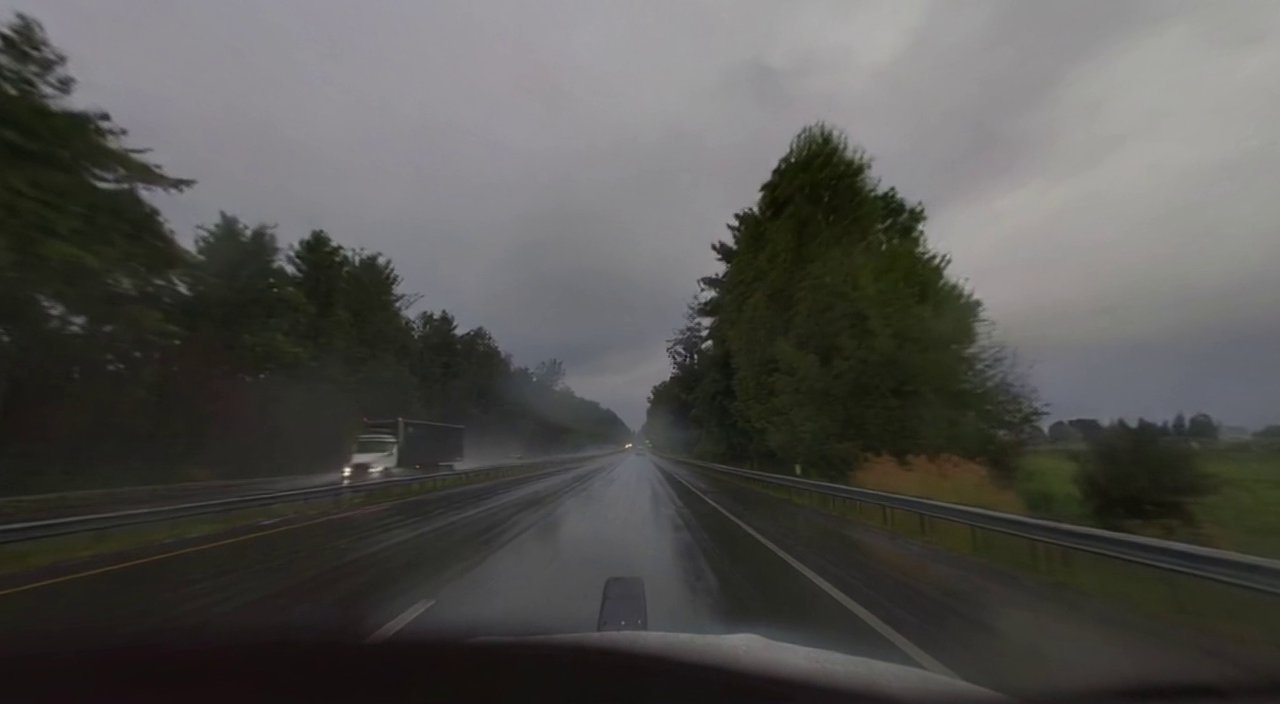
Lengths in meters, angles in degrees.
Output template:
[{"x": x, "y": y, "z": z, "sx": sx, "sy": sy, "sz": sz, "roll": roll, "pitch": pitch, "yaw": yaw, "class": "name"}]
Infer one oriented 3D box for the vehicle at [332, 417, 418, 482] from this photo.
[{"x": -17.463, "y": 6.506, "z": 42.099, "sx": 3.017, "sy": 3.974, "sz": 5.953, "roll": 0, "pitch": -9, "yaw": 0, "class": "vehicle"}]
